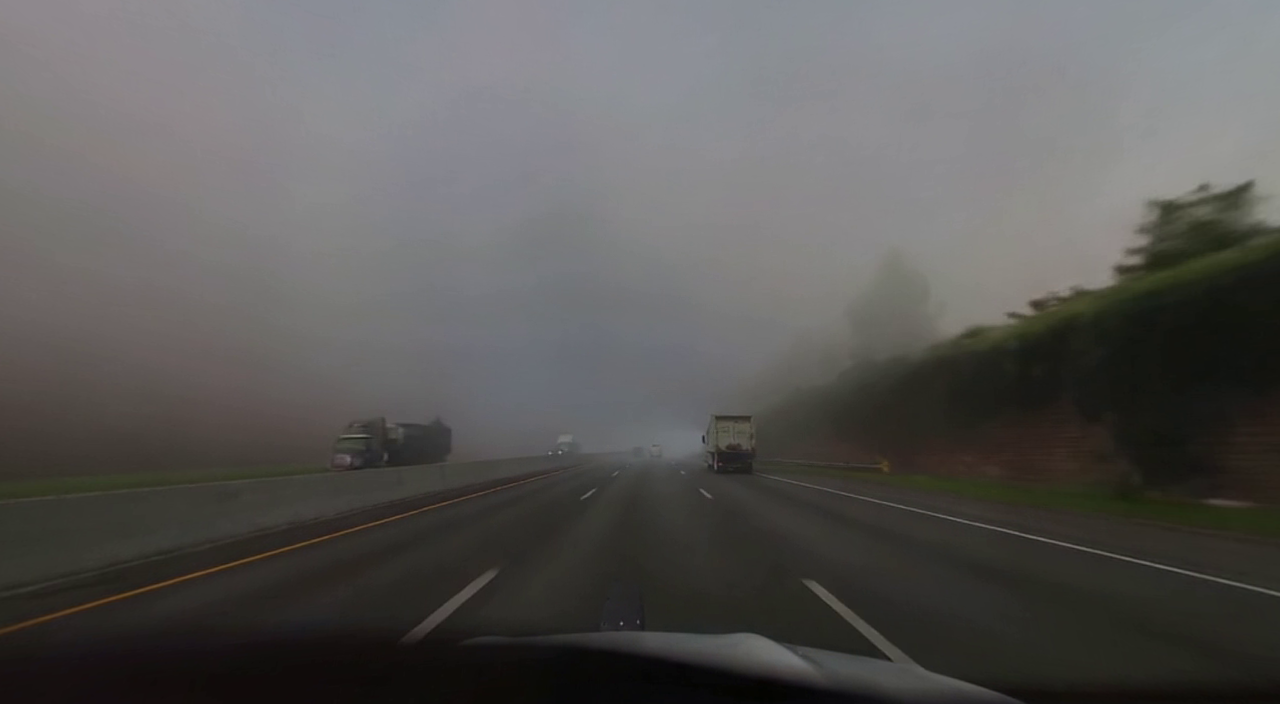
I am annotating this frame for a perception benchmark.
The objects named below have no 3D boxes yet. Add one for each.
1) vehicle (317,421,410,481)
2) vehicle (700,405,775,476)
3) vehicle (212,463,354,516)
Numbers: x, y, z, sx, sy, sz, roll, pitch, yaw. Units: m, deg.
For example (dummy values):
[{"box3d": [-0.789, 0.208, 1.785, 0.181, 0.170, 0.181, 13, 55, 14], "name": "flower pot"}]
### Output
[{"box3d": [-18.645, 6.677, 43.102, 3.109, 3.752, 6.885, 0, -8, 1], "name": "vehicle"}, {"box3d": [4.994, 4.815, 33.924, 2.771, 3.313, 8.121, 0, -9, 1], "name": "vehicle"}, {"box3d": [-11.096, 4.276, 20.045, 1.835, 1.417, 4.391, -1, -9, 2], "name": "vehicle"}]
